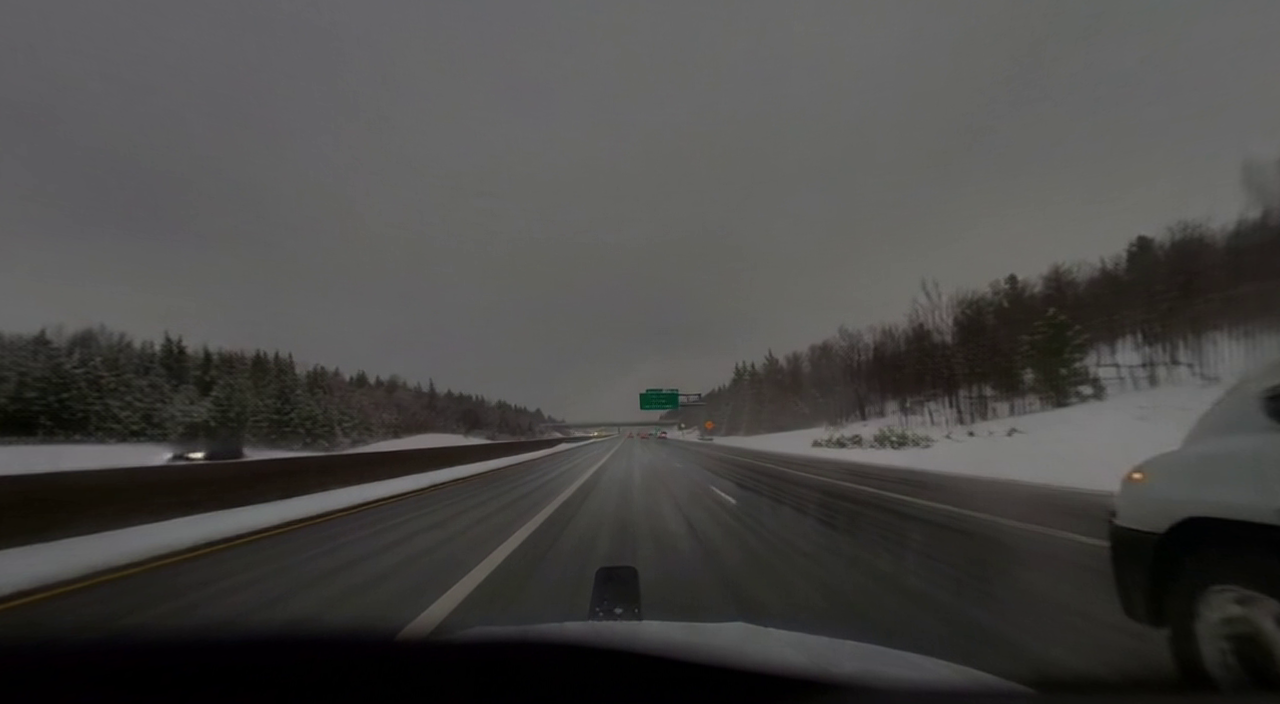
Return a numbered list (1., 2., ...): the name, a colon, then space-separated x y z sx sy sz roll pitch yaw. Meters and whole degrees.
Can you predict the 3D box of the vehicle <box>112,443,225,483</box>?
1. vehicle: -21.953 5.136 29.530 1.935 1.659 4.318 0 -8 0
